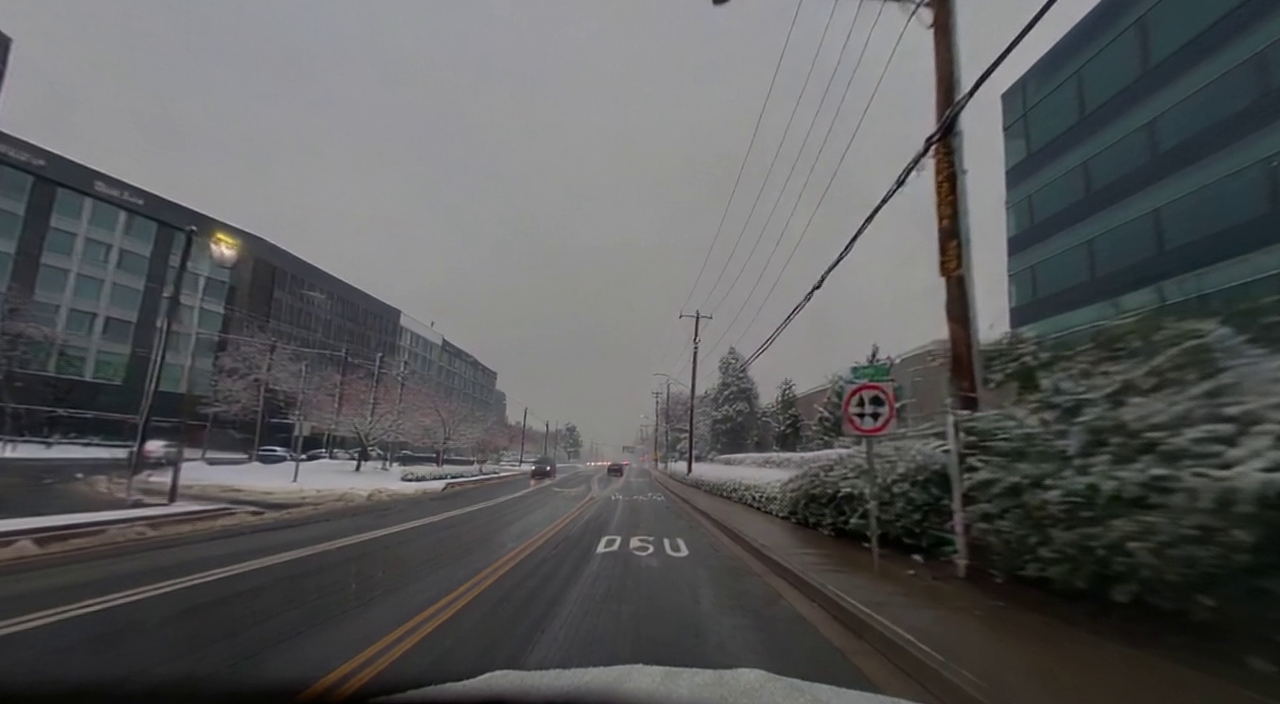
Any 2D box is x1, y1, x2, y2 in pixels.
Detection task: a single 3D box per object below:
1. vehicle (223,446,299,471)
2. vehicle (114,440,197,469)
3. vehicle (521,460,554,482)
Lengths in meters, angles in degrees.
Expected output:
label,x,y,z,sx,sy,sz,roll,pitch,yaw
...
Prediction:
label,x,y,z,sx,sy,sz,roll,pitch,yaw
vehicle,-26.569,7.479,44.028,4.630,1.710,2.035,-4,-11,23
vehicle,-28.817,6.134,37.396,3.973,1.647,1.896,-3,-11,19
vehicle,-7.685,9.013,47.555,1.922,1.540,3.771,1,-10,-1
